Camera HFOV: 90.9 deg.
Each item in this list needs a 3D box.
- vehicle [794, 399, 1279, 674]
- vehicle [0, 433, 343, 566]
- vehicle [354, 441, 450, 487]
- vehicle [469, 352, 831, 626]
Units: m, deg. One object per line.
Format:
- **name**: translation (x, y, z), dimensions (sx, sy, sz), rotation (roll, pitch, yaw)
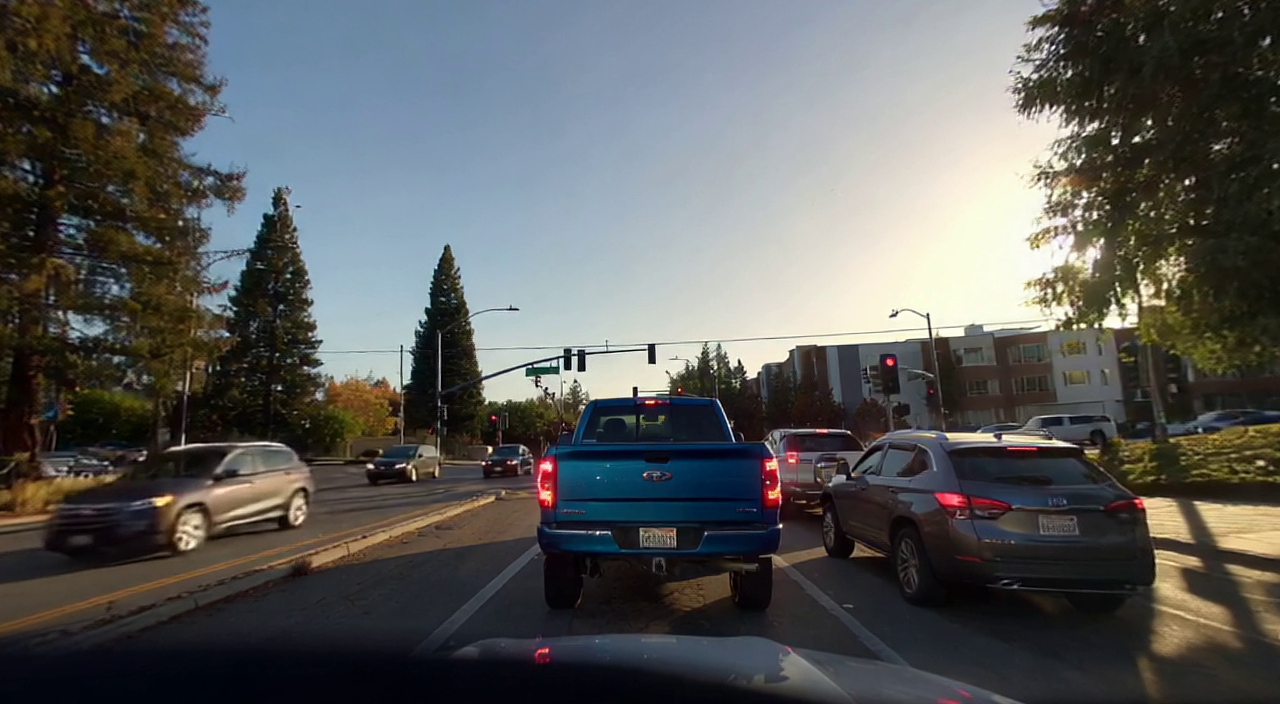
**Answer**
- **vehicle**: translation (3.330, 1.506, 6.490), dimensions (2.155, 1.667, 5.162), rotation (0, -8, 0)
- **vehicle**: translation (-6.622, 2.023, 9.541), dimensions (1.905, 1.494, 4.666), rotation (0, -8, 1)
- **vehicle**: translation (-9.243, 4.363, 24.920), dimensions (1.920, 1.563, 4.643), rotation (-2, -8, 1)
- **vehicle**: translation (0.091, 1.394, 7.416), dimensions (2.636, 2.011, 5.425), rotation (0, -8, 1)
